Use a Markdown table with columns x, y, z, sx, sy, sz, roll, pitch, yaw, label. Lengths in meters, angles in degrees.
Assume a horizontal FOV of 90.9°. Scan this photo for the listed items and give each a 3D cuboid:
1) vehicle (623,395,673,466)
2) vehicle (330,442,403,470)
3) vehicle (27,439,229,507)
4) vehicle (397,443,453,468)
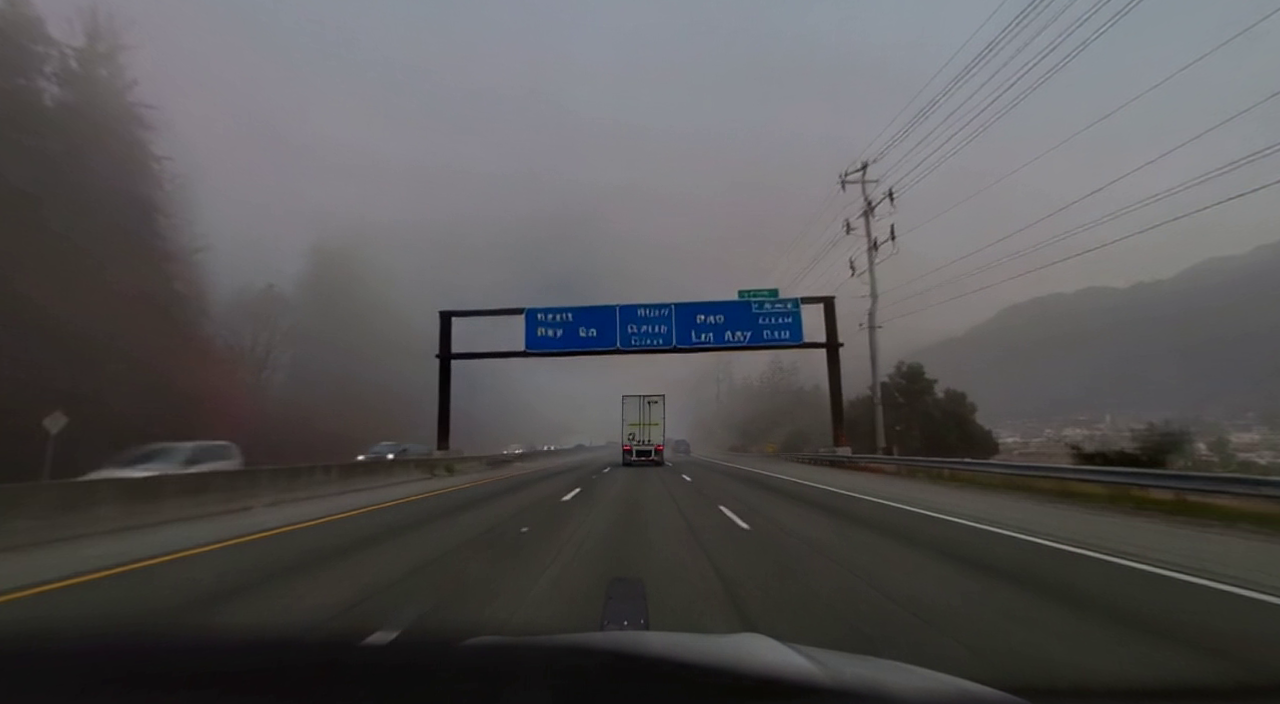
| x | y | z | sx | sy | sz | roll | pitch | yaw | label |
| --- | --- | --- | --- | --- | --- | --- | --- | --- | --- |
| 0.369 | 5.418 | 42.642 | 2.919 | 4.101 | 11.541 | 0 | -8 | -1 | vehicle |
| -20.000 | 7.619 | 46.413 | 3.060 | 1.932 | 5.089 | -1 | -8 | 0 | vehicle |
| -15.967 | 3.751 | 20.165 | 2.107 | 1.872 | 5.115 | 0 | -8 | 0 | vehicle |
| -15.885 | 7.644 | 46.948 | 2.048 | 1.702 | 6.079 | 0 | -8 | 1 | vehicle |
